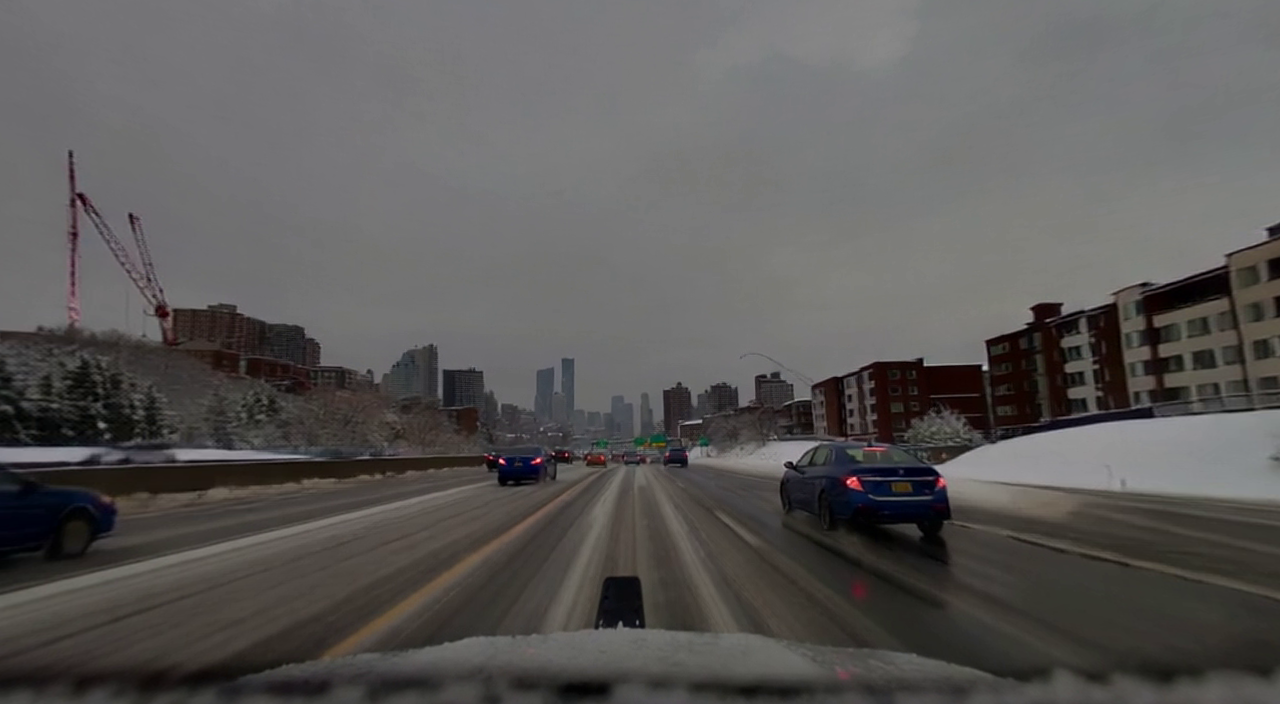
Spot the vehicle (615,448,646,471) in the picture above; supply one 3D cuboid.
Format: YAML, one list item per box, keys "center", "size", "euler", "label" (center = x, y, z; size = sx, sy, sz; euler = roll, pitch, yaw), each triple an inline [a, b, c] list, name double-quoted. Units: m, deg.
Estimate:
- center: [-0.624, 7.364, 43.383]
  size: [2.019, 1.472, 3.971]
  euler: [0, -8, -1]
  label: "vehicle"

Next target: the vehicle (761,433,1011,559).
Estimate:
- center: [3.376, 2.053, 9.835]
  size: [1.995, 1.486, 4.463]
  euler: [0, -8, -1]
  label: "vehicle"

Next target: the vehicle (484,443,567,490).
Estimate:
- center: [-4.023, 4.087, 23.018]
  size: [2.136, 1.512, 4.488]
  euler: [0, -8, 1]
  label: "vehicle"

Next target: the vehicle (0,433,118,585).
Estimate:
- center: [-7.497, 1.493, 5.706]
  size: [1.951, 1.528, 4.209]
  euler: [0, -8, 0]
  label: "vehicle"

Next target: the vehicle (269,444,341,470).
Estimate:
- center: [-20.396, 6.403, 38.708]
  size: [1.848, 1.498, 4.626]
  euler: [0, -8, 0]
  label: "vehicle"
